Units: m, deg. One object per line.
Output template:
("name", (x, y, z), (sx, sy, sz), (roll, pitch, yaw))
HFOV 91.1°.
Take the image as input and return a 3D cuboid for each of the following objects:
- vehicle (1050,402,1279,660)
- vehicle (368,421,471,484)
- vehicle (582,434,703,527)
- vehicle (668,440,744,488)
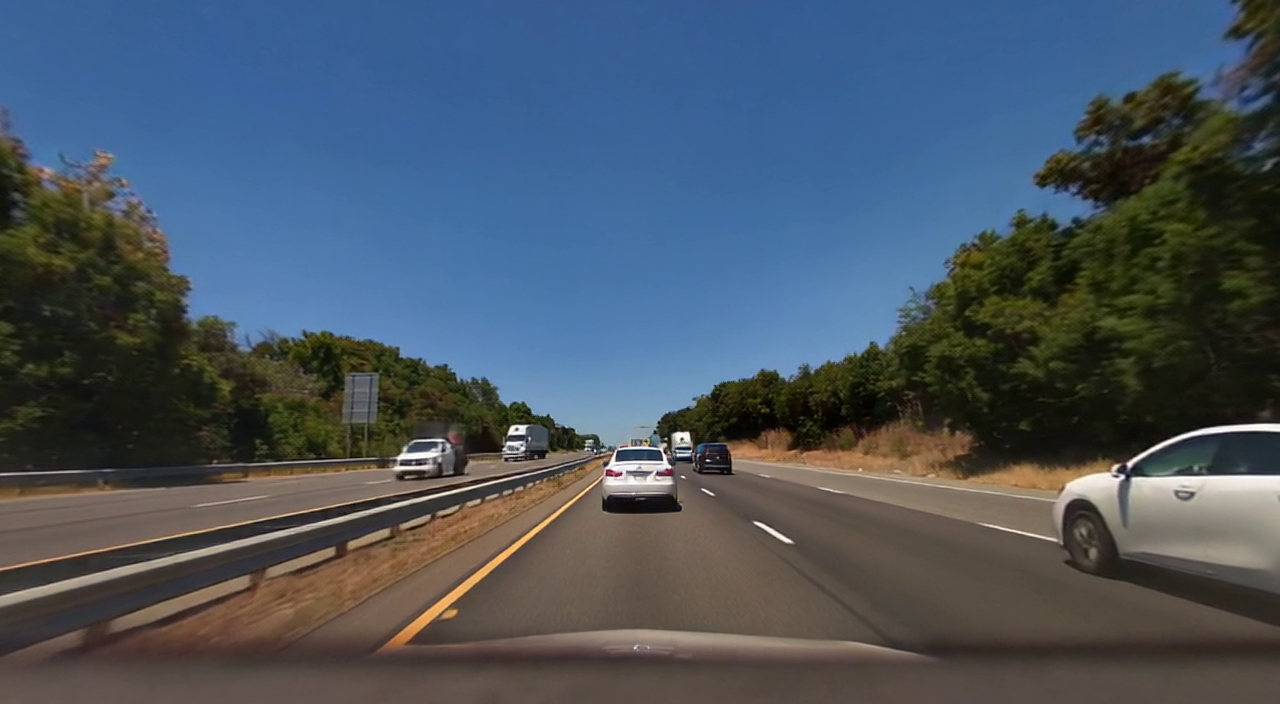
("vehicle", (4.766, 1.058, 3.720), (1.931, 1.516, 3.995), (0, -9, 0))
("vehicle", (-9.465, 4.400, 27.652), (2.512, 2.475, 5.406), (0, -9, 0))
("vehicle", (0.014, 2.514, 12.771), (2.088, 1.580, 3.657), (0, -9, -1))
("vehicle", (2.305, 4.065, 23.139), (1.999, 1.596, 3.990), (0, -9, -5))
